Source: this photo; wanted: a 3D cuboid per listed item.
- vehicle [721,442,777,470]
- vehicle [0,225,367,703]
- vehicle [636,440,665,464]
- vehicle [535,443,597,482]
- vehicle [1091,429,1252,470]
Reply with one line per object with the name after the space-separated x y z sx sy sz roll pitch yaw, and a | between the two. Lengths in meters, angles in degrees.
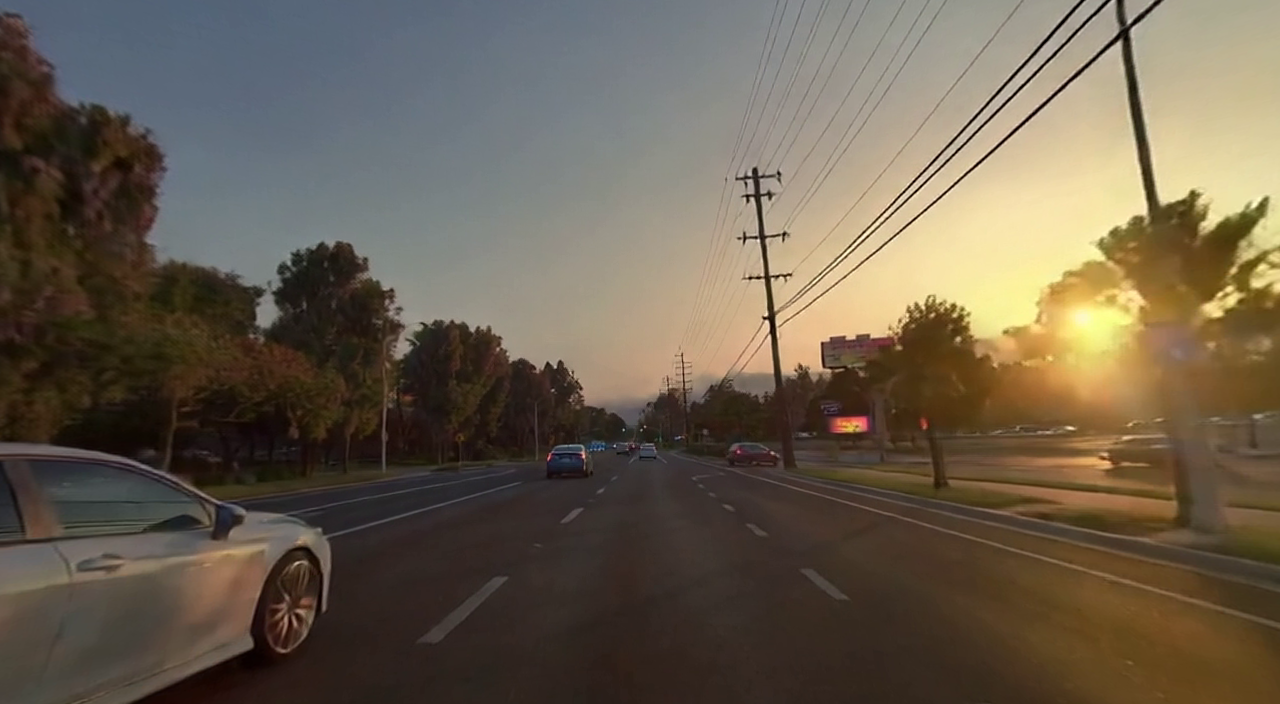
6.408 6.009 36.629 2.062 1.541 4.420 -4 -9 26 | vehicle
-3.076 0.539 1.279 2.381 1.961 5.563 0 -9 2 | vehicle
0.775 7.675 48.559 2.155 1.781 3.977 0 -9 1 | vehicle
-2.910 4.457 25.704 1.982 1.451 4.152 0 -9 1 | vehicle
20.943 3.857 25.013 4.392 1.535 2.131 0 -9 1 | vehicle
